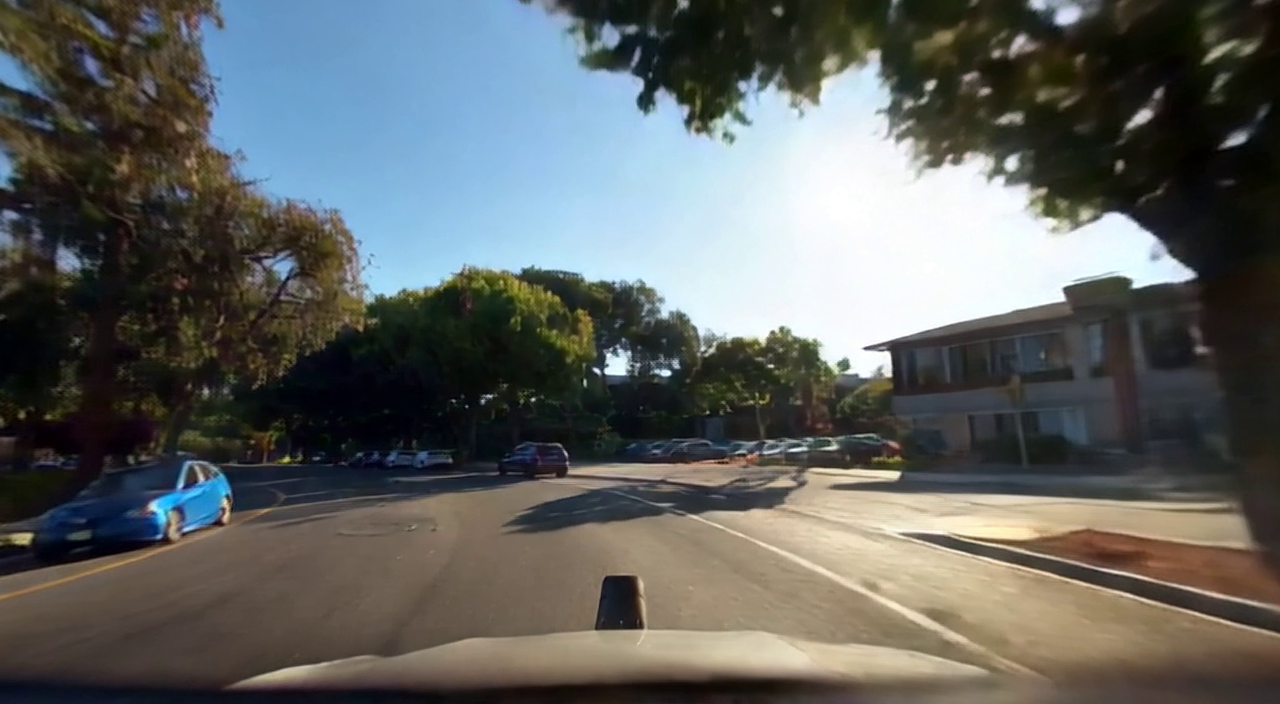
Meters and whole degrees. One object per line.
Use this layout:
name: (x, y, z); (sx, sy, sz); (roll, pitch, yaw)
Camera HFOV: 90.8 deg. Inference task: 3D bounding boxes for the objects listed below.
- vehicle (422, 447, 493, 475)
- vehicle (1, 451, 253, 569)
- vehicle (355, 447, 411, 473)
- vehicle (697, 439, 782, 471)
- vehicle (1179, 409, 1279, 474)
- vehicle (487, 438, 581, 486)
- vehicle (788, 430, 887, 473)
vehicle: (-10.716, 6.312, 36.892); (2.053, 1.519, 4.611); (8, -11, -43)
vehicle: (-9.620, 2.870, 12.520); (2.206, 1.537, 4.946); (-1, -7, -18)
vehicle: (-18.464, 7.683, 45.214); (2.055, 1.731, 4.686); (8, -11, -42)
vehicle: (5.147, 5.275, 32.447); (4.225, 1.517, 2.036); (7, -11, -41)
vehicle: (17.896, 2.673, 19.012); (4.666, 1.711, 1.900); (7, -11, -43)
vehicle: (-4.922, 4.913, 28.815); (2.042, 1.817, 5.202); (5, -8, -36)
vehicle: (9.060, 4.450, 28.815); (4.372, 1.723, 2.229); (5, -9, -40)
